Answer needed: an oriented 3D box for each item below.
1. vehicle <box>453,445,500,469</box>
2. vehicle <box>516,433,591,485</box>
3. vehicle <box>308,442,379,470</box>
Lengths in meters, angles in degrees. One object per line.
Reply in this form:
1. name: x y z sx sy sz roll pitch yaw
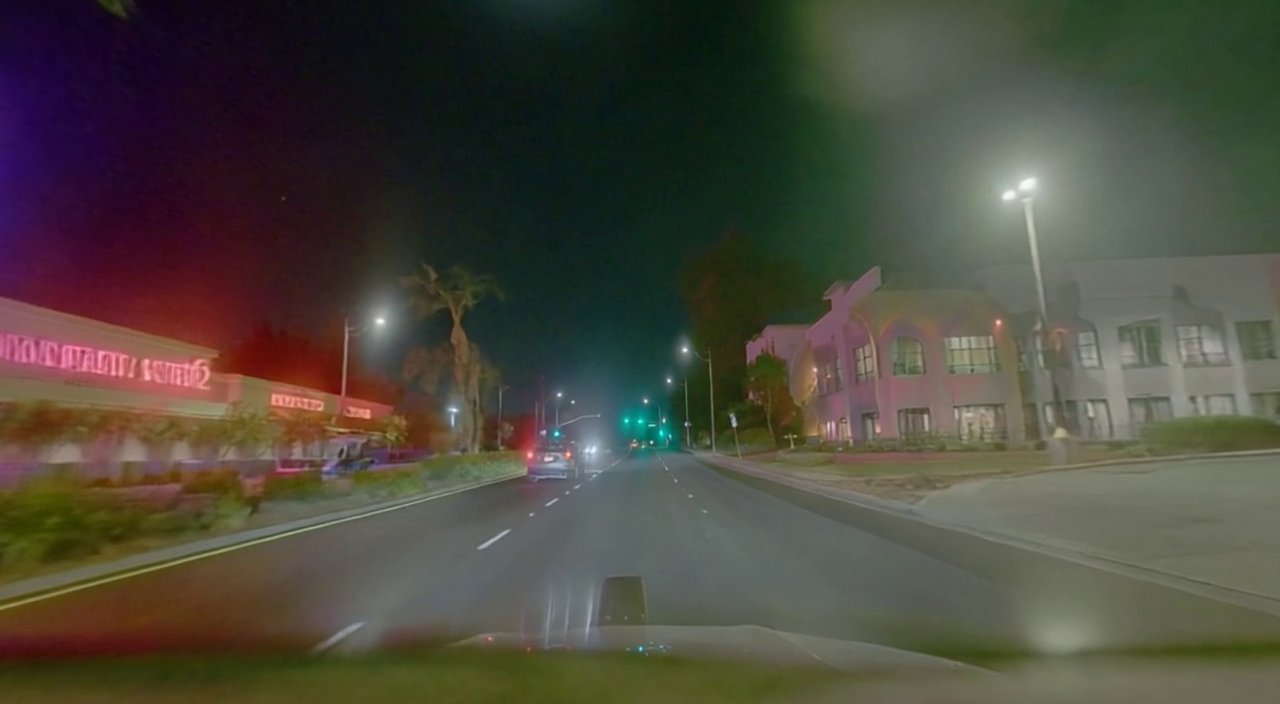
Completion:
1. vehicle: -10.847 6.967 42.056 1.930 1.480 4.115 0 -9 1
2. vehicle: -3.041 3.888 23.214 2.062 1.693 4.669 0 -8 1
3. vehicle: -22.093 7.778 47.315 2.452 1.859 5.964 -3 -9 0
